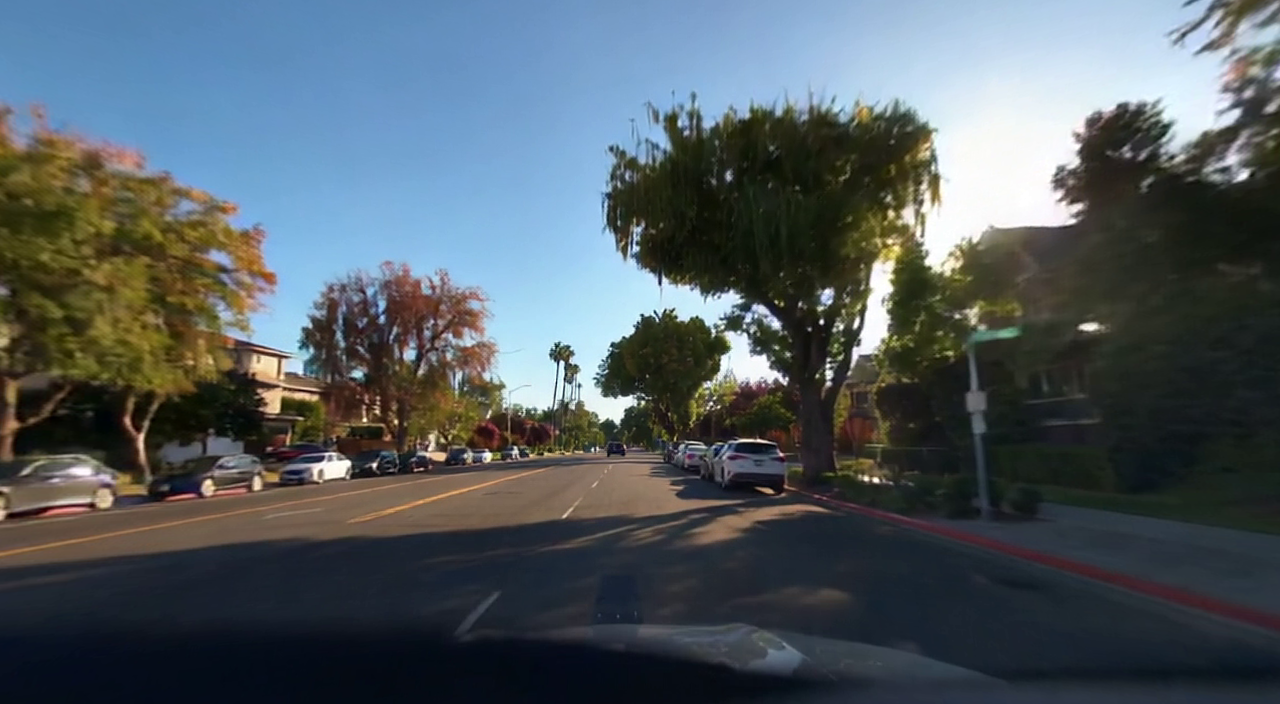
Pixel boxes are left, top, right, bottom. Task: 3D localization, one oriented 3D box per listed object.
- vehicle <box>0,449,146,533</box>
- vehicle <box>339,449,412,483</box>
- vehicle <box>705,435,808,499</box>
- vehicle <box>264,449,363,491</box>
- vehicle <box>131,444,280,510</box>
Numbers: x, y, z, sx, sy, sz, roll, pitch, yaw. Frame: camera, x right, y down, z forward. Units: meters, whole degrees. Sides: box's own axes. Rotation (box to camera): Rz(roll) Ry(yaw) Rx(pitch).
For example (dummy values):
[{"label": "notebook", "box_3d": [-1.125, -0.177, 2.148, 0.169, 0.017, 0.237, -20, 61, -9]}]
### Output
[{"label": "vehicle", "box_3d": [-13.545, 2.961, 13.692, 2.131, 1.492, 4.310, -1, -7, 1]}, {"label": "vehicle", "box_3d": [-13.734, 5.900, 33.086, 1.899, 1.474, 4.529, -1, -7, -1]}, {"label": "vehicle", "box_3d": [3.451, 3.540, 19.949, 2.221, 1.718, 5.192, 0, -9, -1]}, {"label": "vehicle", "box_3d": [-13.735, 4.974, 26.926, 1.921, 1.498, 4.460, 0, -7, -1]}, {"label": "vehicle", "box_3d": [-13.660, 3.885, 20.228, 1.844, 1.764, 4.183, -1, -7, -1]}]
